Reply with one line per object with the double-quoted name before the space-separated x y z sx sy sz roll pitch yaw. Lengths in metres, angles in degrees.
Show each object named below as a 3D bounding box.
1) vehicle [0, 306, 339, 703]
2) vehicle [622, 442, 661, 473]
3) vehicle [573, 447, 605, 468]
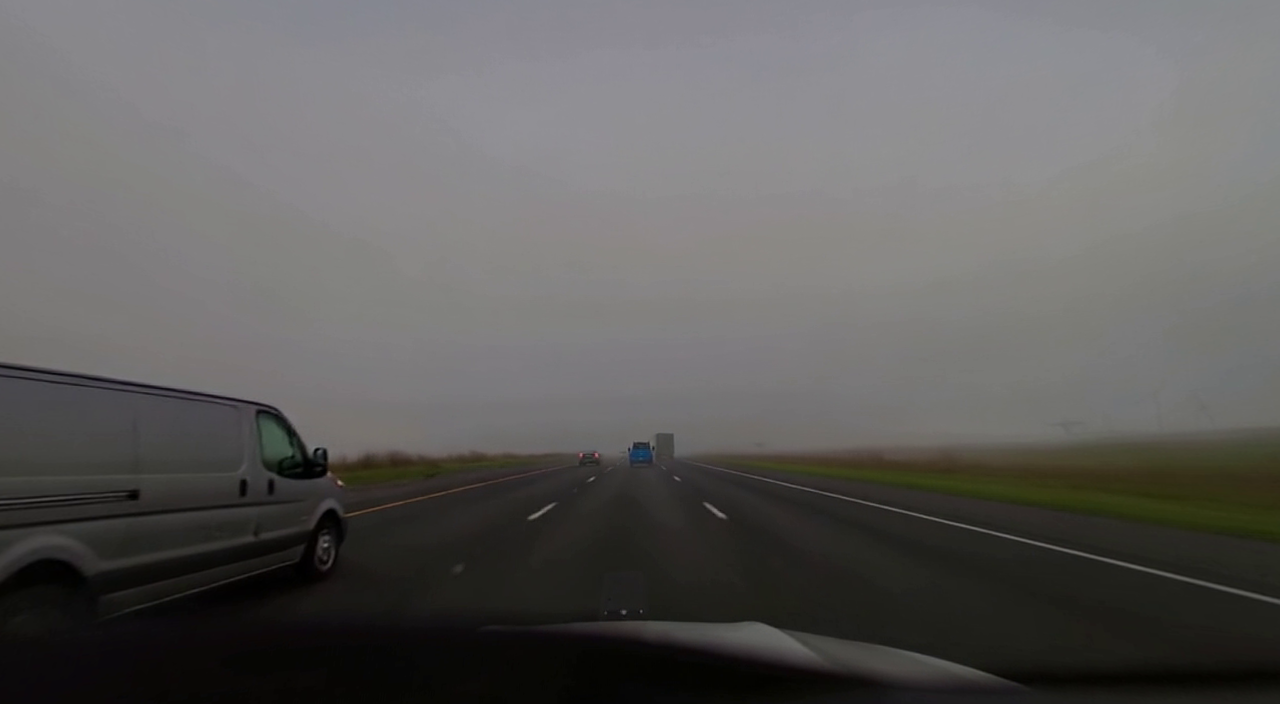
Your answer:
"vehicle" -4.101 0.925 3.807 2.238 1.984 4.650 0 -9 0
"vehicle" 0.068 6.090 36.521 2.083 1.689 4.083 0 -9 0
"vehicle" -3.747 7.841 46.999 1.984 1.491 4.341 0 -9 0
